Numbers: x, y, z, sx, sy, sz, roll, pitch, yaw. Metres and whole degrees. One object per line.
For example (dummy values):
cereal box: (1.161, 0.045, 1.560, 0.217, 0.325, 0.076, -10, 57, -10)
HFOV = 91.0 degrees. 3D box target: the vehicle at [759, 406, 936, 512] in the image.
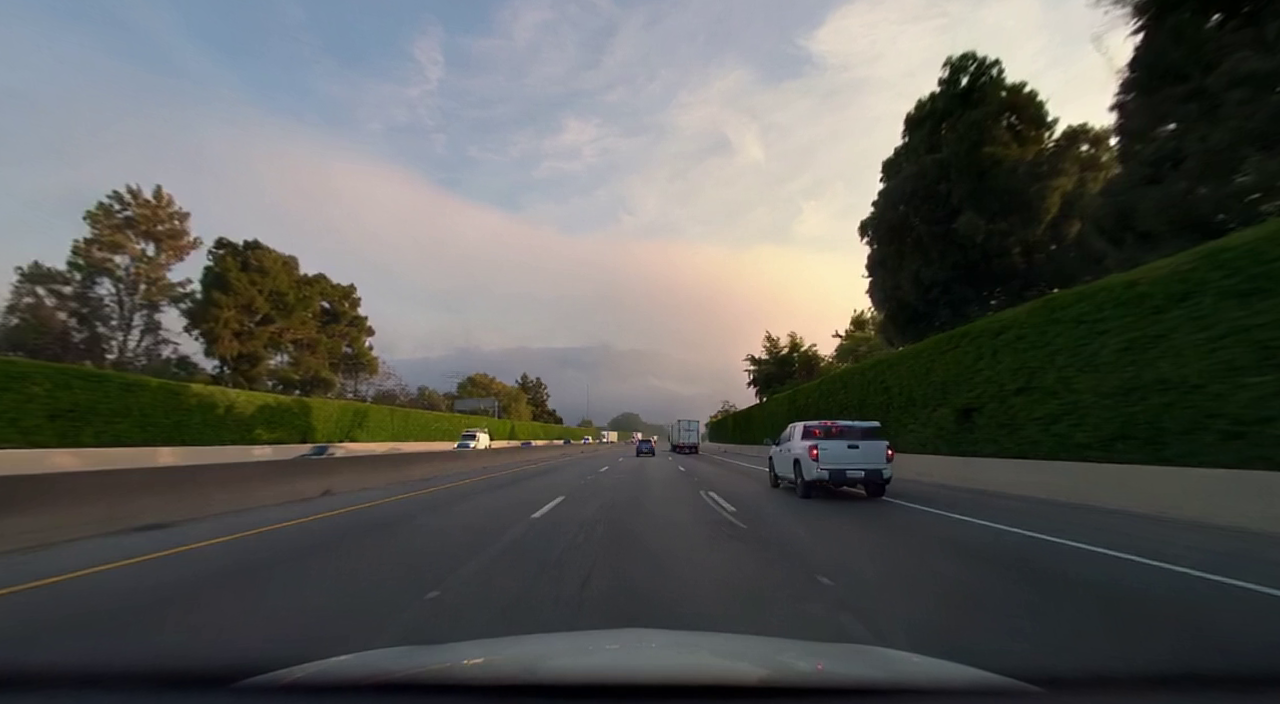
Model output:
vehicle: (4.369, 2.368, 14.411, 2.209, 1.943, 5.262, 0, -8, -1)
